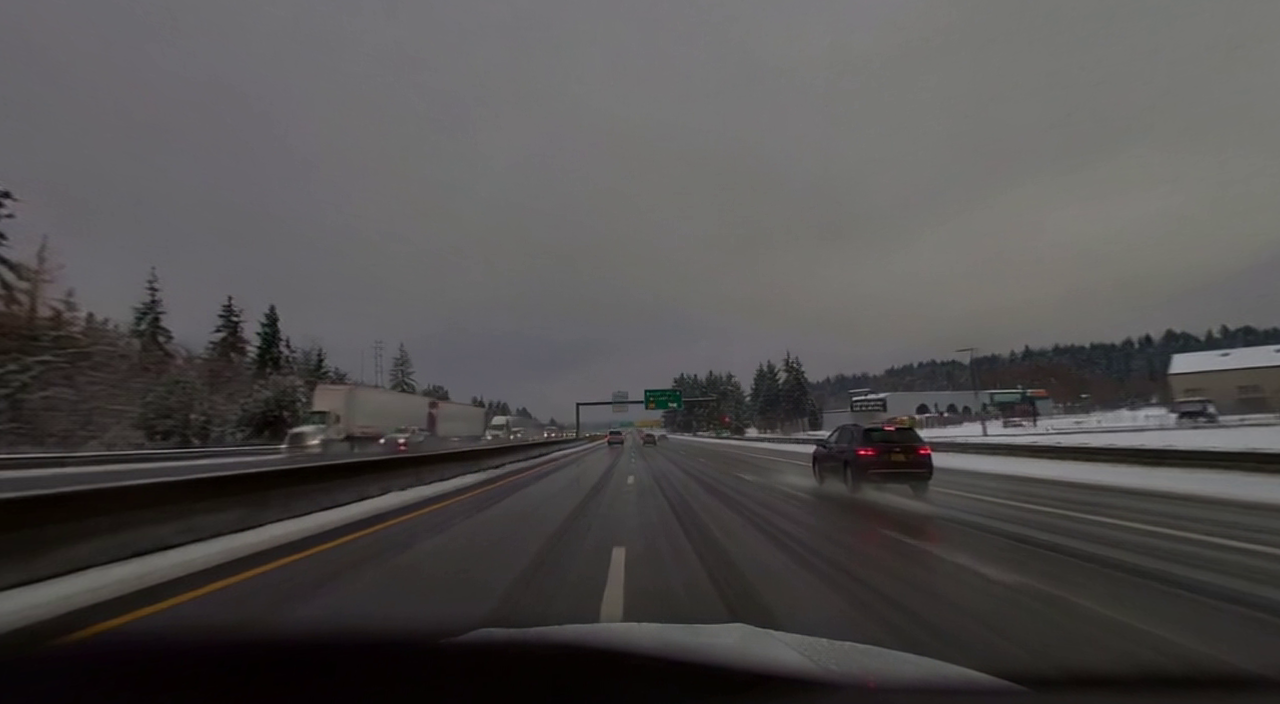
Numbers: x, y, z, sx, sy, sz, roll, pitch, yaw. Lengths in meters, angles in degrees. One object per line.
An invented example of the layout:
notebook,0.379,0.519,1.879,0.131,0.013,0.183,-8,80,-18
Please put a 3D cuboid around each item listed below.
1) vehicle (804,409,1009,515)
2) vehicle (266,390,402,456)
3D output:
vehicle,4.741,2.020,12.062,2.022,1.637,4.229,0,-8,-1
vehicle,-18.540,4.552,39.421,3.176,3.534,10.743,0,-8,-1
